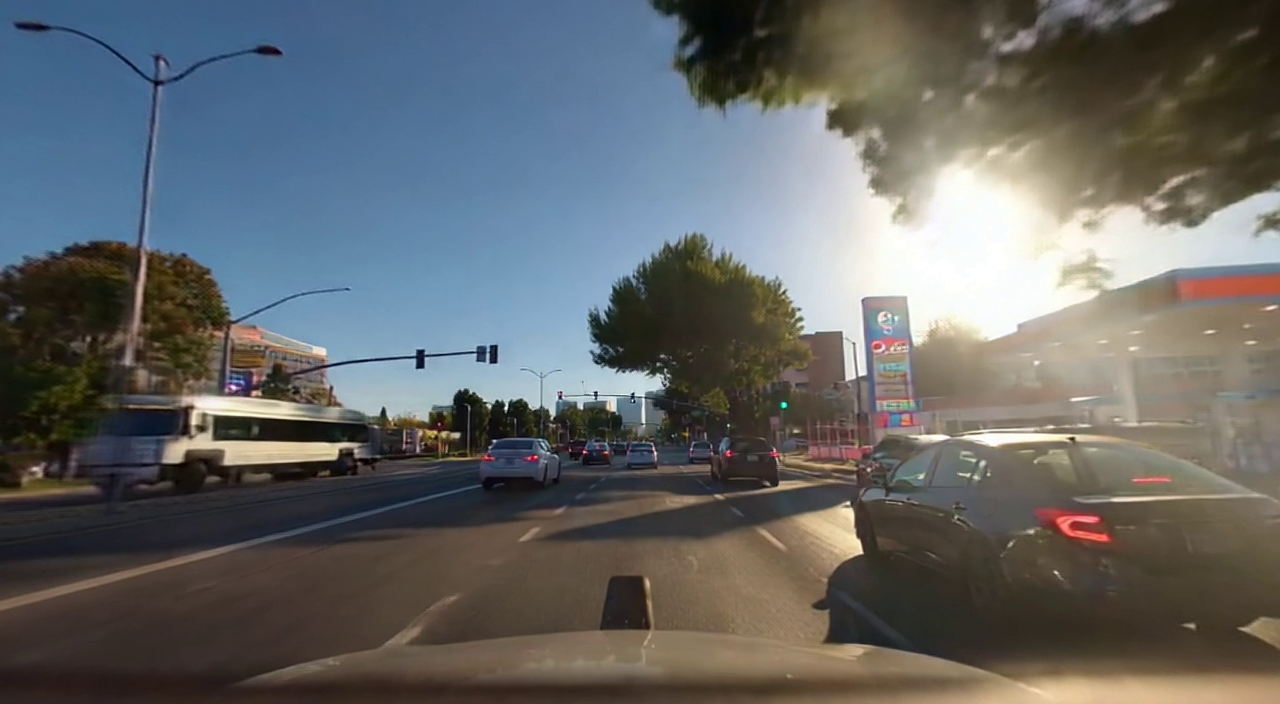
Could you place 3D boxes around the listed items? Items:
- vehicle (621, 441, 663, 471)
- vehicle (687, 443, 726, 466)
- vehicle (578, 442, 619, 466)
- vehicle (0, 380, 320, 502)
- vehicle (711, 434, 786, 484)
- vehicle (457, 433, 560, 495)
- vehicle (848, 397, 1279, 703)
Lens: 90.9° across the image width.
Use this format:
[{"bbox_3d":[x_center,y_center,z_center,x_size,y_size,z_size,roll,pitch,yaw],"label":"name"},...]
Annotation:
[{"bbox_3d":[0.126,5.451,33.291,2.104,1.477,4.591,0,-8,1],"label":"vehicle"},{"bbox_3d":[4.337,6.757,41.857,2.174,1.462,4.400,0,-8,1],"label":"vehicle"},{"bbox_3d":[-2.563,6.452,40.082,2.192,1.463,4.211,0,-8,2],"label":"vehicle"},{"bbox_3d":[-15.942,3.202,22.649,3.228,3.319,10.706,0,-8,0],"label":"vehicle"},{"bbox_3d":[3.884,3.894,23.279,2.022,1.683,4.171,0,-8,0],"label":"vehicle"},{"bbox_3d":[-3.695,3.231,18.552,2.023,1.607,4.086,0,-8,2],"label":"vehicle"},{"bbox_3d":[3.483,1.277,4.974,2.038,1.499,4.868,0,-8,0],"label":"vehicle"}]
